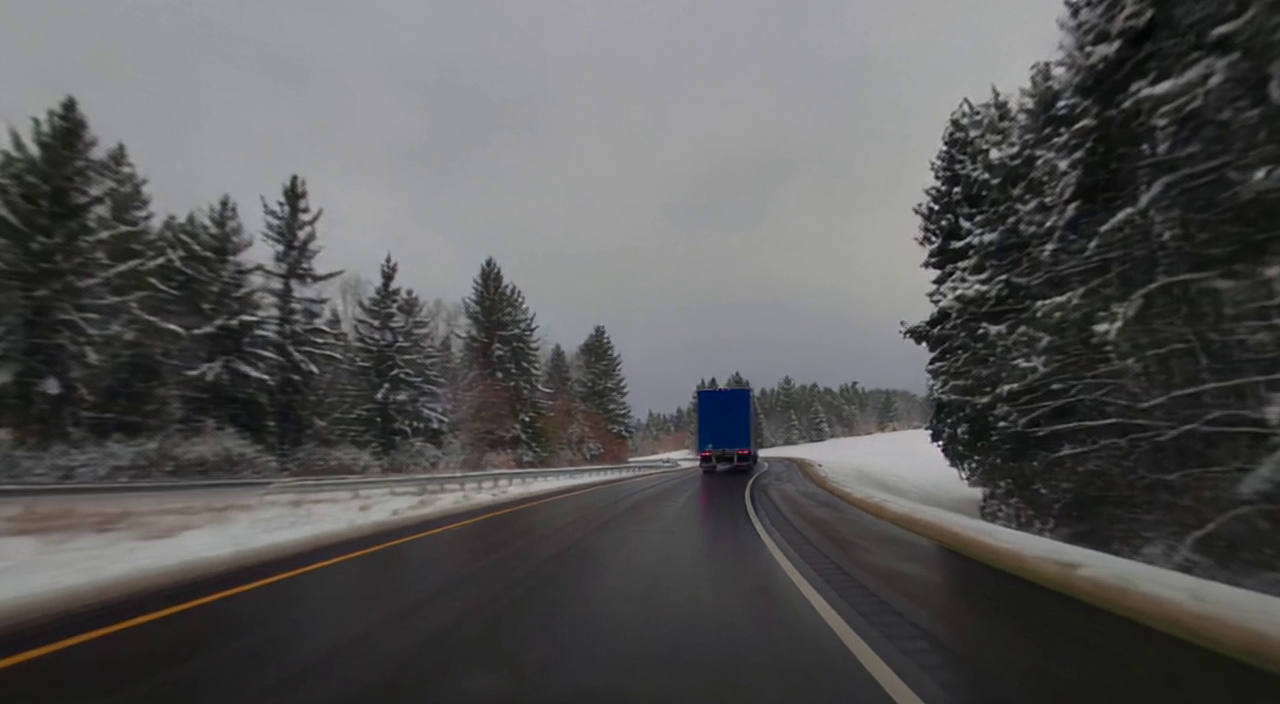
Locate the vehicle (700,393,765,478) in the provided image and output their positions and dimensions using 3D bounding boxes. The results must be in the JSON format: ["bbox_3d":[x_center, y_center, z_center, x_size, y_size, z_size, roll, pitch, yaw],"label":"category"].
[{"bbox_3d":[5.903,5.163,38.090,3.087,4.178,13.682,-2,-9,11],"label":"vehicle"}]
